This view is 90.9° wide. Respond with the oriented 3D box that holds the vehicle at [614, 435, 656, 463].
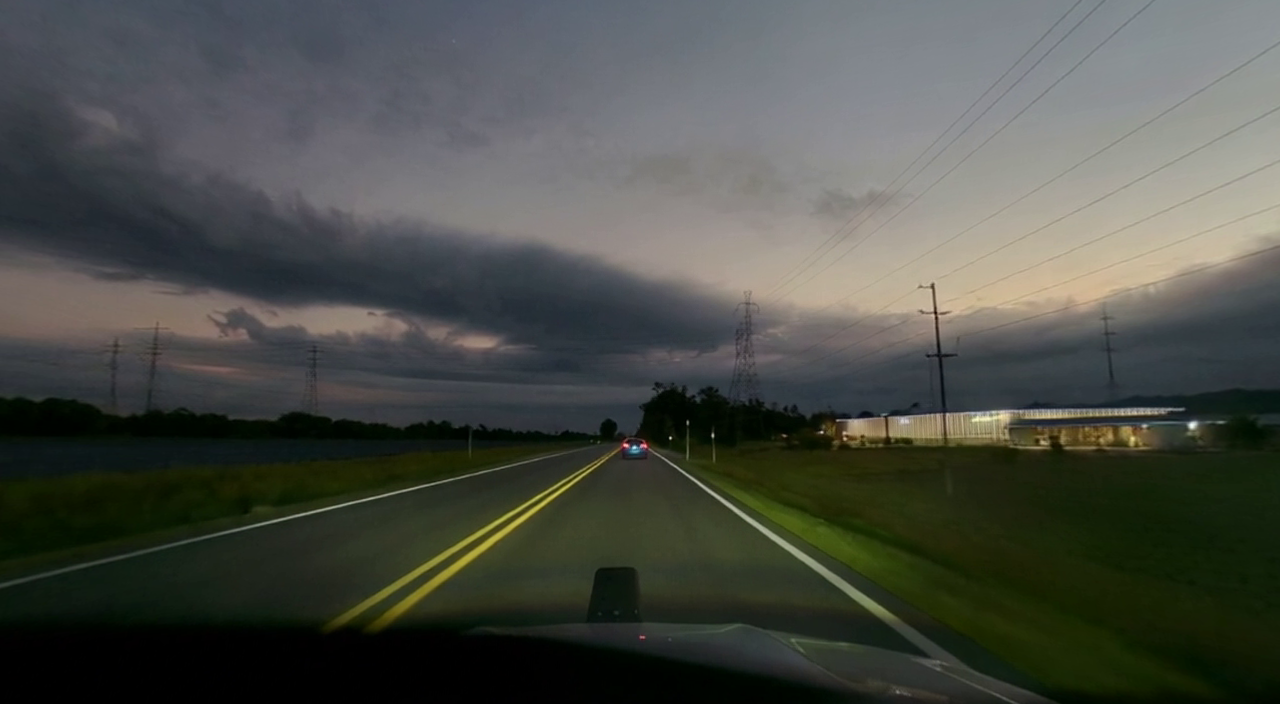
[{"bbox_3d":[-0.274,5.392,35.286,2.241,1.471,3.829,0,-8,-1],"label":"vehicle"}]
